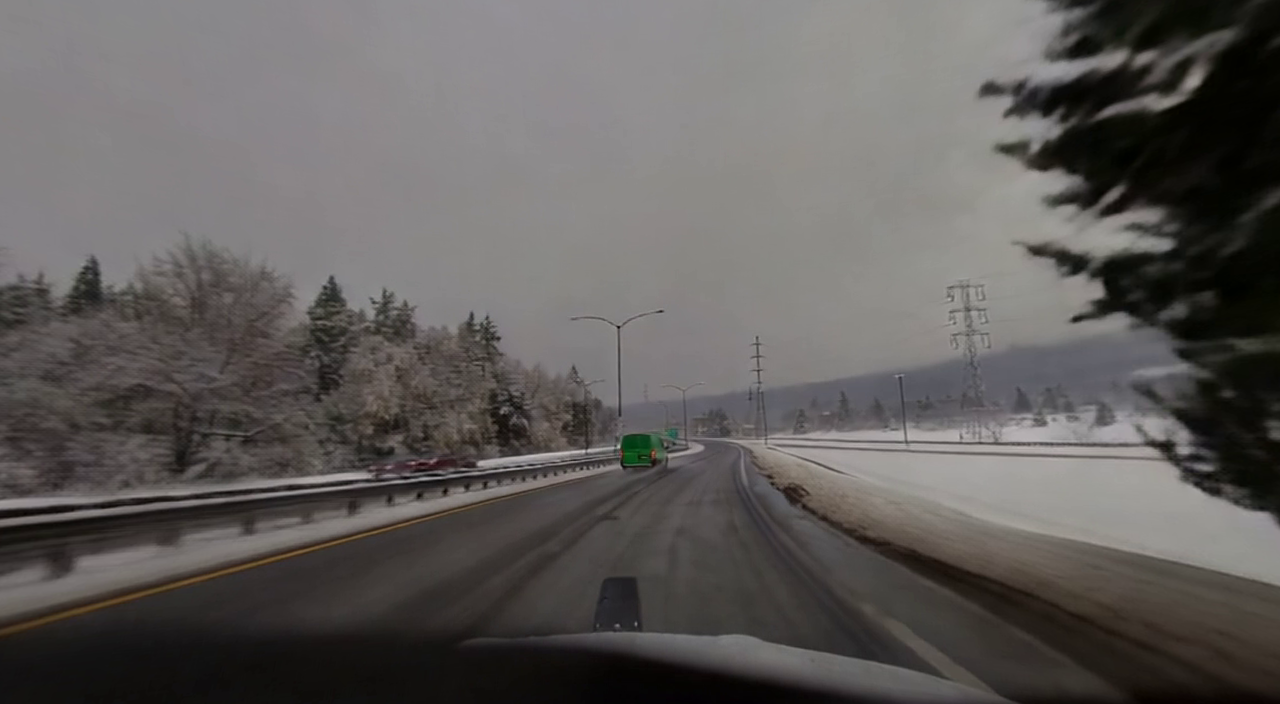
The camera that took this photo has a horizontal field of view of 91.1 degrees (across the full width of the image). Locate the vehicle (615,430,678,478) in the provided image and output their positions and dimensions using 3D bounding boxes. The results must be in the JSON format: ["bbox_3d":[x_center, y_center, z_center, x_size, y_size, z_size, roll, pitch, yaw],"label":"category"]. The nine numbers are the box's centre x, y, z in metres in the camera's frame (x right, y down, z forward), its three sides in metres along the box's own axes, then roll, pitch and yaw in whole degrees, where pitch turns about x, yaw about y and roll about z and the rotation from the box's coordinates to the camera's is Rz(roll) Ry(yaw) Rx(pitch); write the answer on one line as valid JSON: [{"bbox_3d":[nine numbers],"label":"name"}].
[{"bbox_3d":[0.383,4.705,29.145,2.270,2.023,4.632,-2,-9,9],"label":"vehicle"}]
